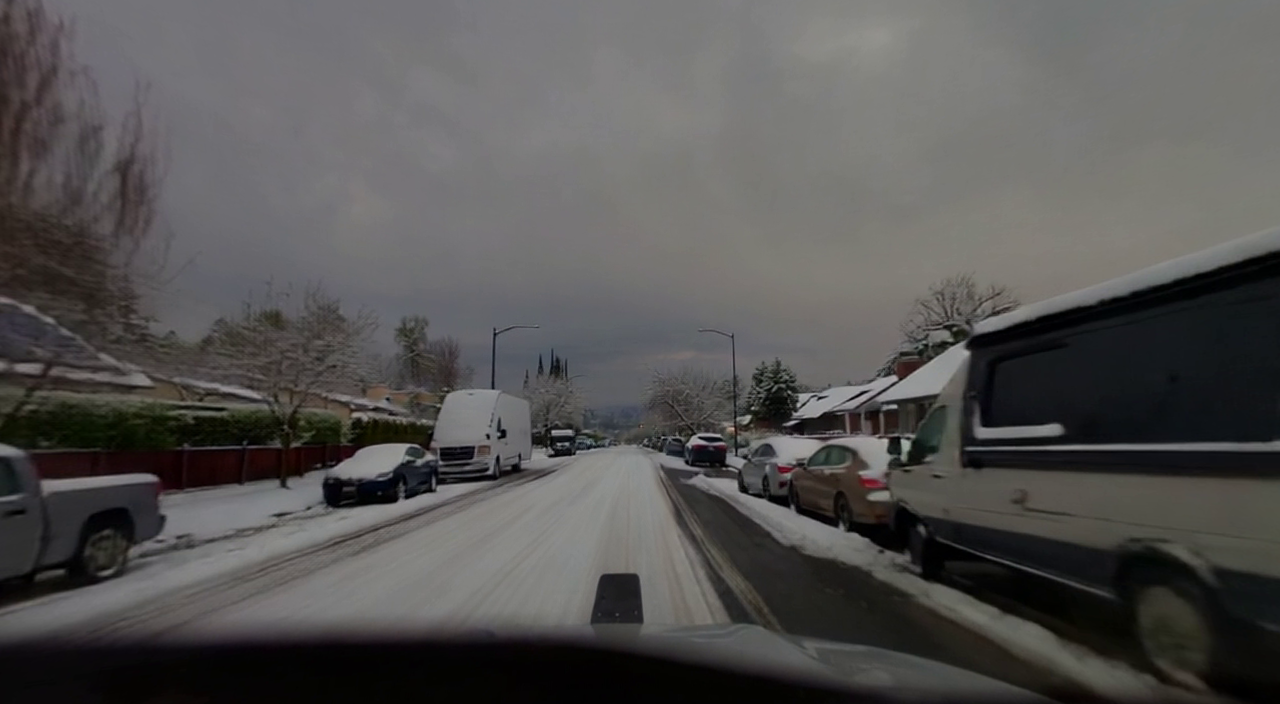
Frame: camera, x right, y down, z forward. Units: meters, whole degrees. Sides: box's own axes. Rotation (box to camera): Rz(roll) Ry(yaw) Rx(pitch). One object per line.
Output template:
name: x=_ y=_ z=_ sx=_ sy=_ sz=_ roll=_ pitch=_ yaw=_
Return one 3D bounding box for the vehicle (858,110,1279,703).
vehicle: x=3.398 y=0.636 z=4.123 sx=2.215 sy=2.542 sz=4.550 roll=-2 pitch=-7 yaw=0

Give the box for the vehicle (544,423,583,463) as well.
vehicle: x=-5.747 y=6.899 z=47.718 sx=2.408 sy=2.782 sz=3.837 roll=-3 pitch=-8 yaw=1

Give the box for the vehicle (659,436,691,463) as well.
vehicle: x=2.492 y=7.041 z=45.724 sx=1.918 sy=1.815 sz=4.400 roll=0 pitch=-8 yaw=-1

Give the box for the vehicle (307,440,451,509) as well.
vehicle: x=-6.261 y=2.934 z=15.686 sx=1.921 sy=1.470 sz=4.068 roll=0 pitch=-8 yaw=-1

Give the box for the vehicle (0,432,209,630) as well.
vehicle: x=-6.028 y=1.470 z=5.174 sx=1.818 sy=1.563 sz=4.483 roll=-1 pitch=-9 yaw=0

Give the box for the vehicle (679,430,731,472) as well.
vehicle: x=3.090 y=4.795 z=30.896 sx=1.965 sy=1.855 sz=4.677 roll=0 pitch=-8 yaw=-1

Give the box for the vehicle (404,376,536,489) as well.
vehicle: x=-6.143 y=3.121 z=24.349 sx=2.896 sy=3.648 sz=8.004 roll=0 pitch=-8 yaw=-1
